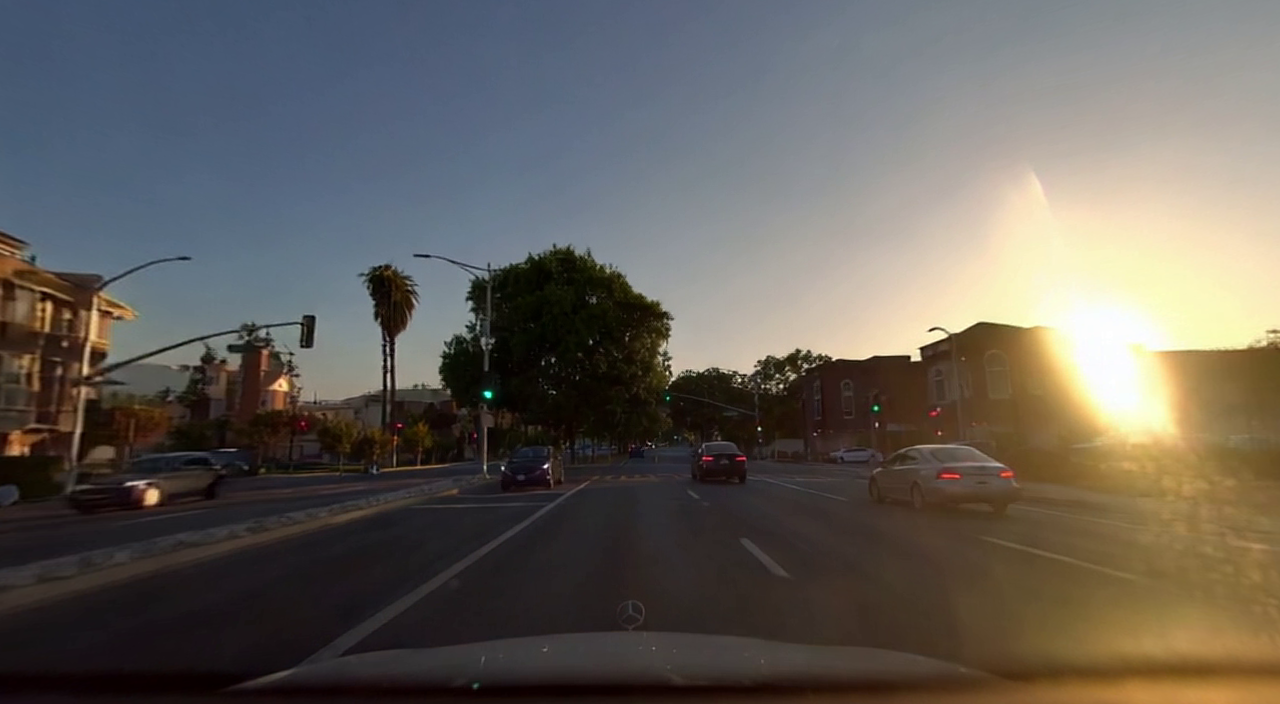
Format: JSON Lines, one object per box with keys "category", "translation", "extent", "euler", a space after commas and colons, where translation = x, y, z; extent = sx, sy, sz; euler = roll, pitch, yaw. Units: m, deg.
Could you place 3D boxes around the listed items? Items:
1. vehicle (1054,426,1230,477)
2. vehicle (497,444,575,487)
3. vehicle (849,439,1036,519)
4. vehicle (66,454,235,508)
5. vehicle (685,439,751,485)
{"category": "vehicle", "translation": [19.255, 3.809, 24.365], "extent": [4.999, 1.833, 2.114], "euler": [0, -8, -2]}
{"category": "vehicle", "translation": [-3.787, 4.193, 23.661], "extent": [2.037, 1.472, 4.152], "euler": [0, -9, 2]}
{"category": "vehicle", "translation": [6.461, 2.736, 14.165], "extent": [1.890, 1.471, 4.566], "euler": [0, -9, -1]}
{"category": "vehicle", "translation": [-15.636, 4.110, 20.531], "extent": [1.902, 1.466, 4.463], "euler": [0, -9, 0]}
{"category": "vehicle", "translation": [2.958, 4.290, 24.860], "extent": [2.009, 1.639, 4.267], "euler": [0, -9, -1]}
